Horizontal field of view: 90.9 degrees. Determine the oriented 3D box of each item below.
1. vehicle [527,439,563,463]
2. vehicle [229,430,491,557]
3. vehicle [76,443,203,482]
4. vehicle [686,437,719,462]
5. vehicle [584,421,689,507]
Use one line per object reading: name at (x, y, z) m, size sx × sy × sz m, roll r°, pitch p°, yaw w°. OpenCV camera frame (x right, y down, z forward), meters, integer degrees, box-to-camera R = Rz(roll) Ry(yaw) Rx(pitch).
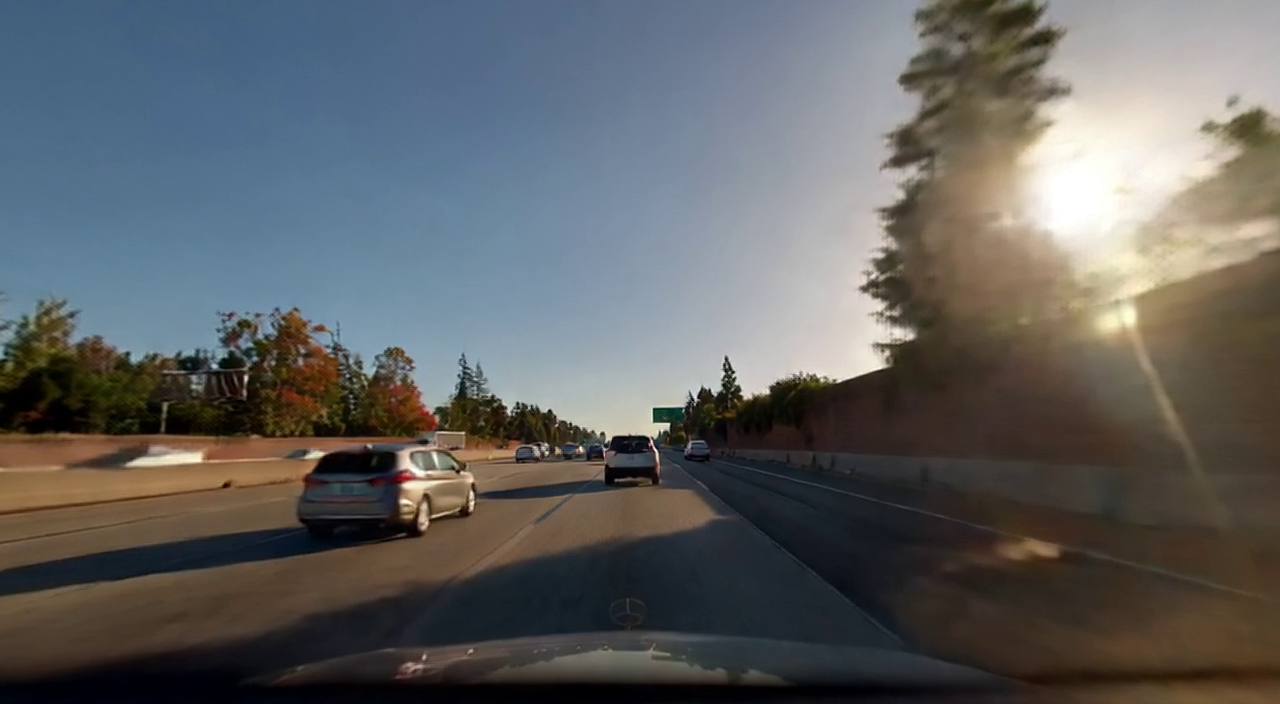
vehicle at (-7.136, 7.515, 47.788) m, size 2.024 × 1.706 × 4.249 m, roll 0°, pitch -9°, yaw 1°
vehicle at (-3.738, 1.955, 9.421) m, size 1.967 × 1.442 × 4.143 m, roll 0°, pitch -9°, yaw 1°
vehicle at (-21.198, 4.673, 26.994) m, size 1.860 × 1.503 × 4.271 m, roll 0°, pitch -9°, yaw 1°
vehicle at (4.744, 7.538, 48.674) m, size 2.017 × 1.847 × 4.299 m, roll 0°, pitch -9°, yaw -1°
vehicle at (-0.078, 2.707, 15.630) m, size 2.233 × 1.804 × 4.273 m, roll 0°, pitch -9°, yaw 0°
